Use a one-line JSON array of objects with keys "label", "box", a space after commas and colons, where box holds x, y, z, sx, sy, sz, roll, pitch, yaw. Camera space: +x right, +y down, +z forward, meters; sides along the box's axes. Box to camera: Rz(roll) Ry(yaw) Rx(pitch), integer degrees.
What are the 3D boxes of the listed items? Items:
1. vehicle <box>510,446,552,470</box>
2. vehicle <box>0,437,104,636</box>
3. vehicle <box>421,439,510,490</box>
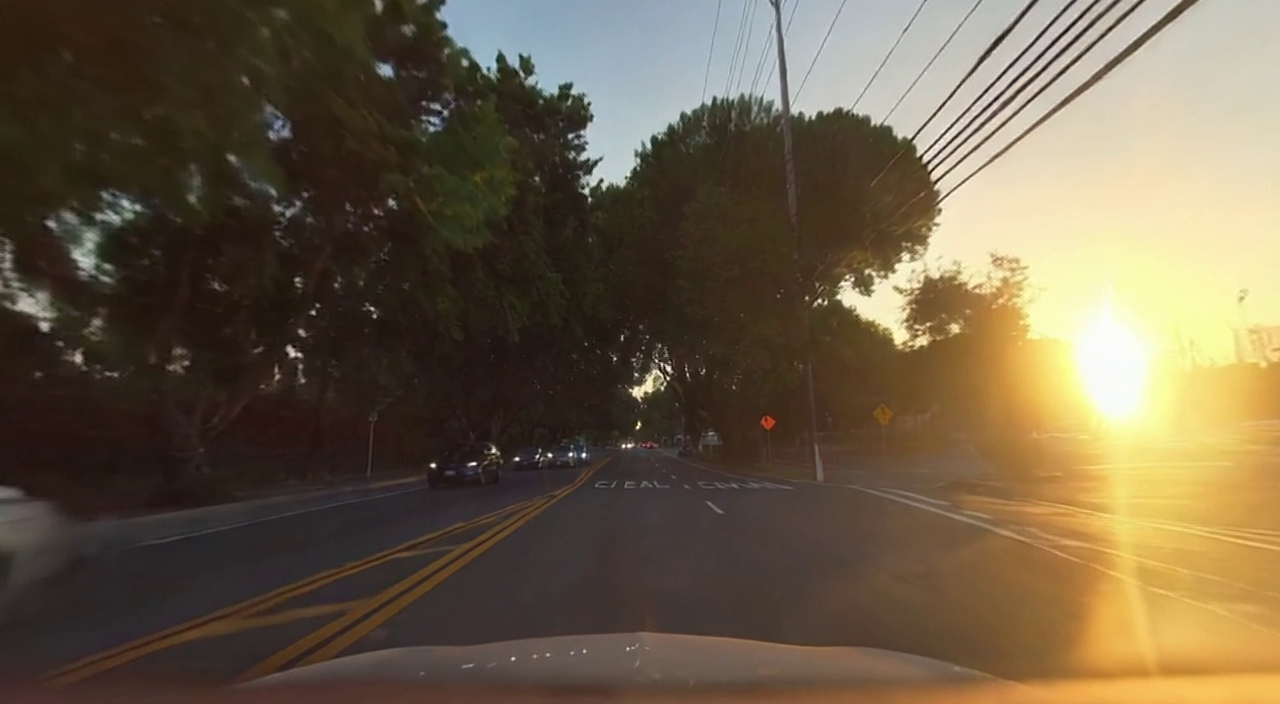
[{"label": "vehicle", "box": [-7.237, 7.058, 42.348, 2.056, 1.516, 4.386, 0, -9, 0]}, {"label": "vehicle", "box": [-5.789, 1.171, 3.317, 2.043, 1.484, 4.532, 0, -9, -2]}, {"label": "vehicle", "box": [-6.396, 4.169, 23.800, 2.157, 1.711, 4.460, 0, -9, -1]}]
